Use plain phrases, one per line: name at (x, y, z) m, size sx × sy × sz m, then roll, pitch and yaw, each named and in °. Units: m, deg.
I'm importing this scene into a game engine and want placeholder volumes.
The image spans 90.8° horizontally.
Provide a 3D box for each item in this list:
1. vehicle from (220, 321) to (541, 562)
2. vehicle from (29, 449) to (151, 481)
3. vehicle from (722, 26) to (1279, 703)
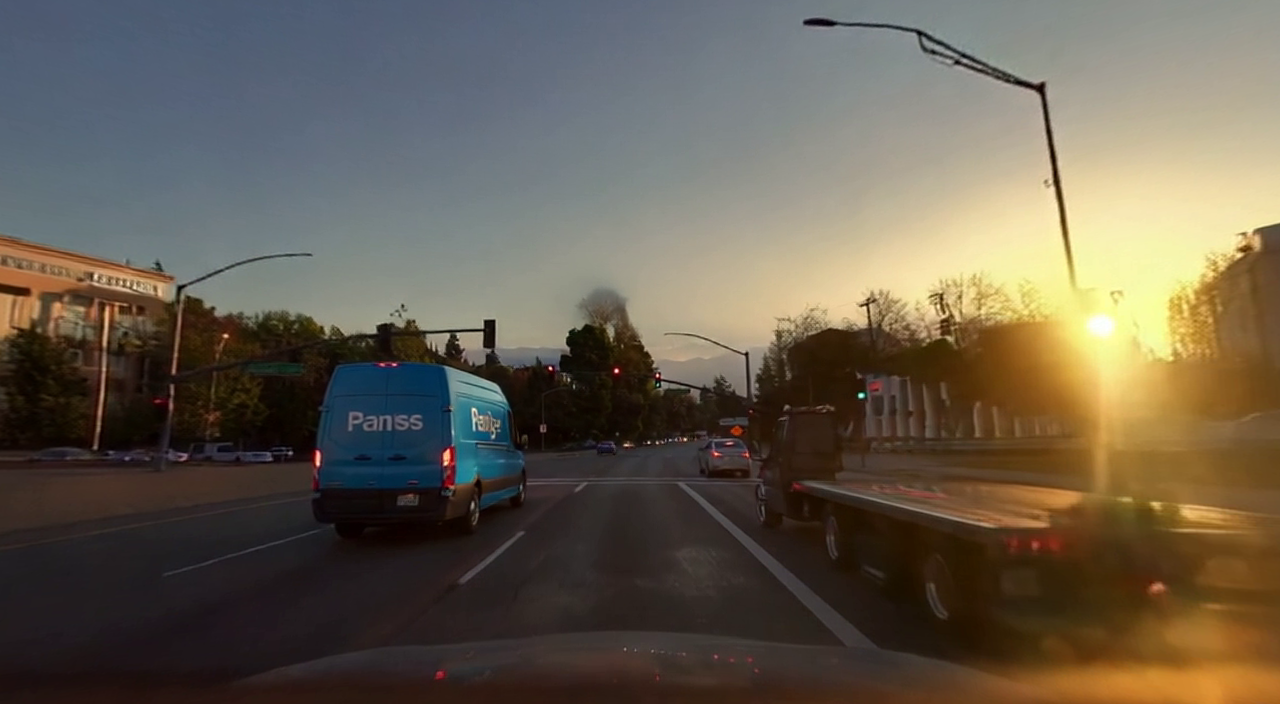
vehicle at (-3.493, 1.514, 10.603) m, size 2.443 × 2.784 × 6.493 m, roll 0°, pitch -9°, yaw 1°
vehicle at (-30.945, 6.334, 35.746) m, size 4.811 × 1.675 × 1.875 m, roll 5°, pitch -10°, yaw -30°
vehicle at (3.179, 0.735, 8.032) m, size 2.861 × 3.525 × 9.858 m, roll 0°, pitch -9°, yaw 0°
